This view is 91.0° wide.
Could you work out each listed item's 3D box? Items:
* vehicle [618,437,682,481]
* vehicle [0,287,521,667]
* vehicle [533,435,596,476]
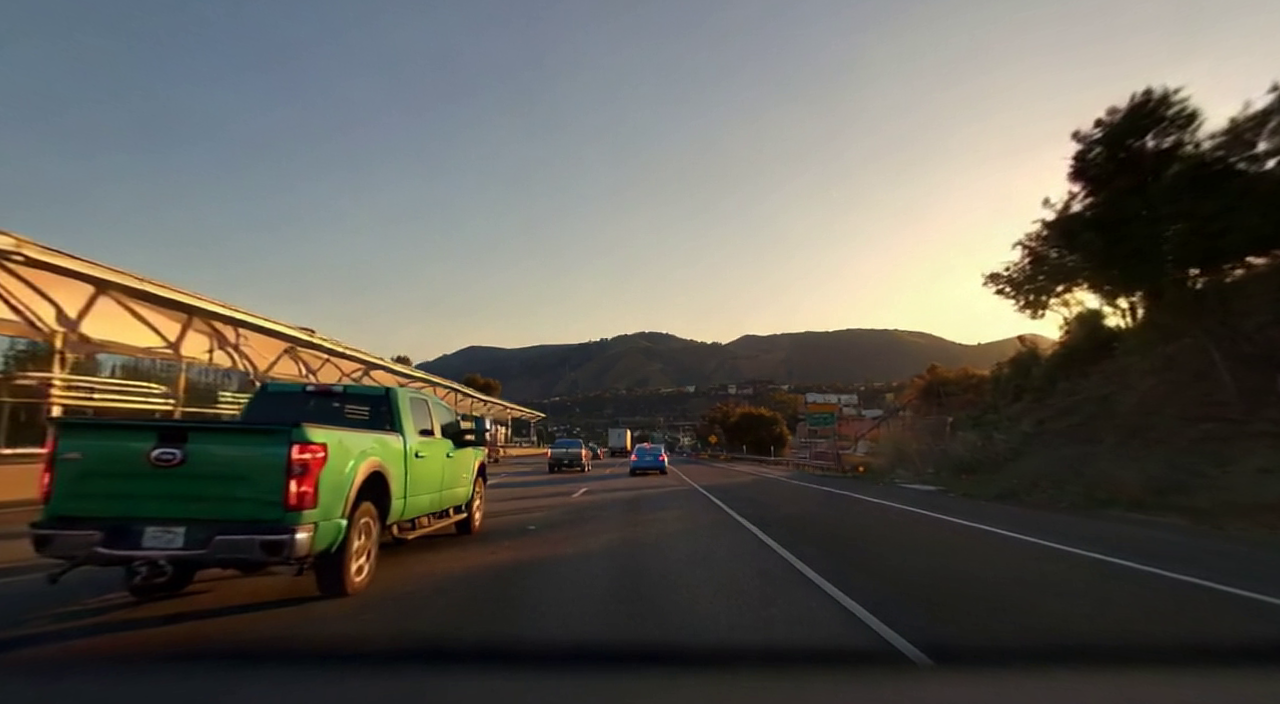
[{"bbox_3d":[0.349,3.991,23.724,2.171,1.493,4.081,0,-8,0],"label":"vehicle"},{"bbox_3d":[-3.455,1.182,7.165,2.733,2.230,6.820,0,-8,1],"label":"vehicle"},{"bbox_3d":[-3.225,4.546,27.907,2.151,1.613,4.786,0,-8,1],"label":"vehicle"}]
